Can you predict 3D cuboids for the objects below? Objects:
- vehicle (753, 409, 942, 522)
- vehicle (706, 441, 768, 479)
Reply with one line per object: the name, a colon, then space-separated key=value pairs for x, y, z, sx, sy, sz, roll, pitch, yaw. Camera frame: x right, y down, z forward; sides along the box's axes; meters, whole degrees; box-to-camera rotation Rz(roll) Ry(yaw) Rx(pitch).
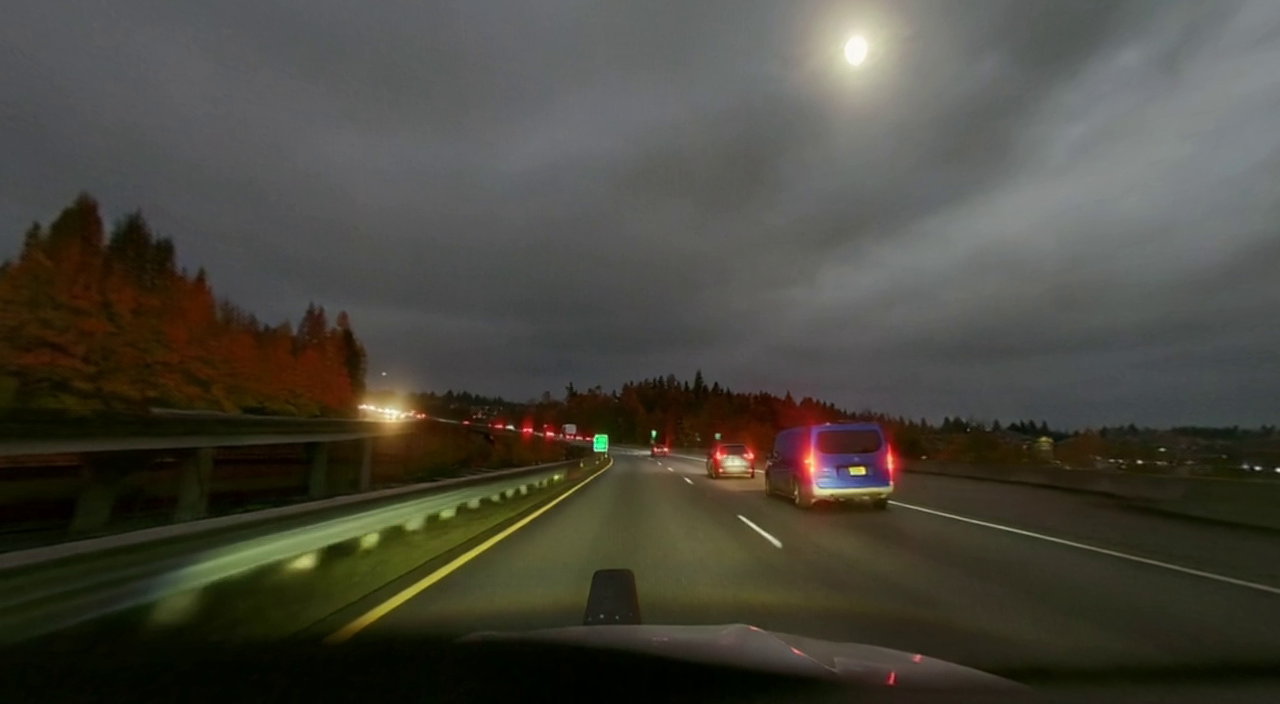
vehicle: x=4.035 y=2.345 z=13.363 sx=2.205 sy=1.923 sz=4.956 roll=0 pitch=-9 yaw=-1
vehicle: x=4.173 y=4.712 z=27.583 sx=1.952 sy=1.536 sz=4.036 roll=0 pitch=-9 yaw=-2
